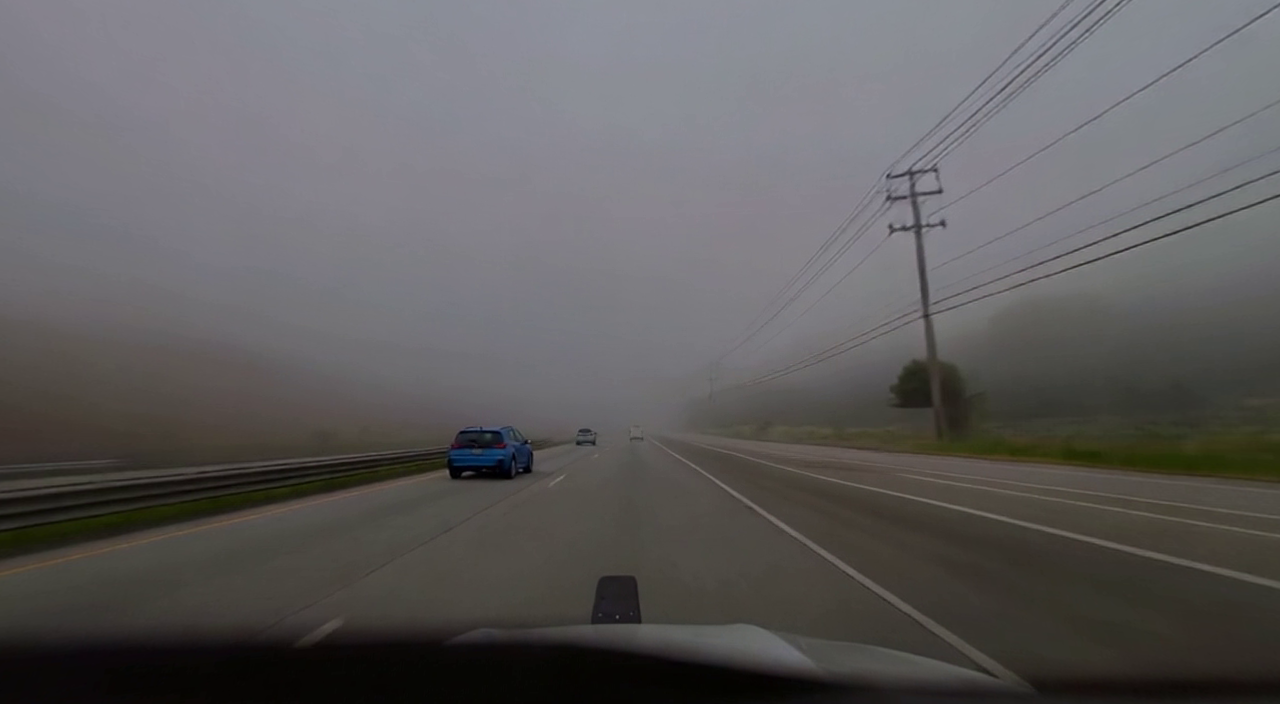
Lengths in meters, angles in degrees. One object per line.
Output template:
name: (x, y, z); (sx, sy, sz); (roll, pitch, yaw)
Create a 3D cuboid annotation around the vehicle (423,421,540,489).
vehicle: (-4.076, 2.699, 16.938); (2.023, 1.580, 4.259); (0, -8, 0)
